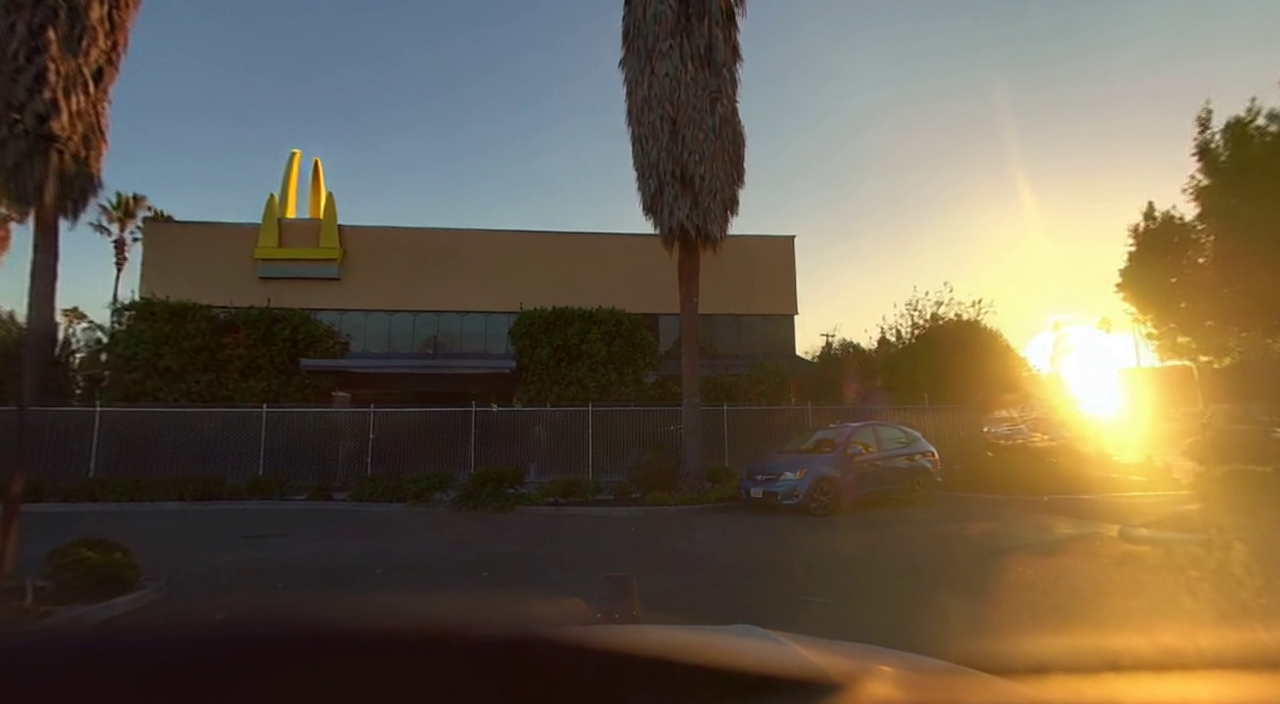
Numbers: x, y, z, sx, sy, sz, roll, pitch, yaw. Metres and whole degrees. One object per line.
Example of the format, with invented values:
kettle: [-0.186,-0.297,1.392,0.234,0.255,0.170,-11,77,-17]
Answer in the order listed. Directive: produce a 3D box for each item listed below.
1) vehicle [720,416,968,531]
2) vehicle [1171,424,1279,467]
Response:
vehicle: [3.893,2.136,11.968,4.365,1.791,2.073,4,-7,-31]
vehicle: [22.609,3.450,23.285,1.860,1.417,4.750,0,-8,-2]
